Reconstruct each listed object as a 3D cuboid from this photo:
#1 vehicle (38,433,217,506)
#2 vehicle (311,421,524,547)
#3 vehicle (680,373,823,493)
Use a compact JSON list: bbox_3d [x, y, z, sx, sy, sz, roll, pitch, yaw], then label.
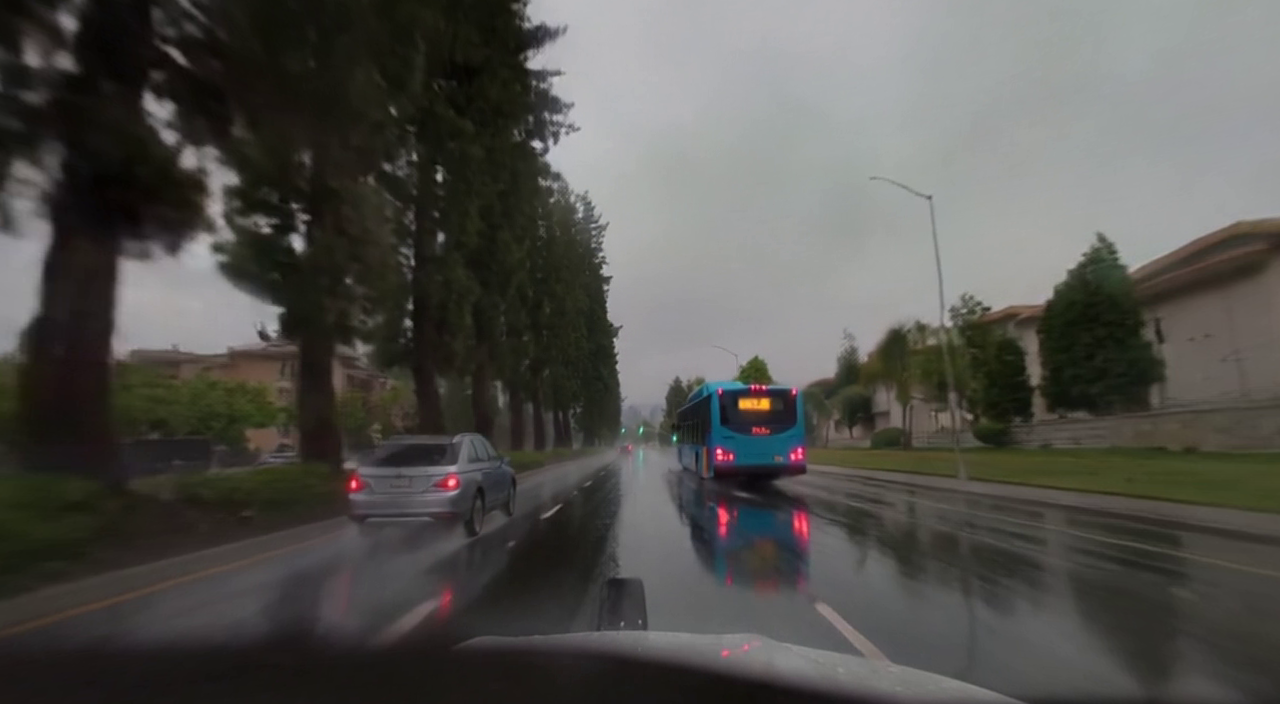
[{"bbox_3d":[-22.225,5.062,27.774,2.593,2.836,6.122,0,-8,1],"label":"vehicle"},{"bbox_3d":[-3.578,2.208,11.181,2.111,1.767,4.333,0,-8,1],"label":"vehicle"},{"bbox_3d":[3.464,3.163,23.714,3.072,3.278,12.747,0,-8,0],"label":"vehicle"}]
